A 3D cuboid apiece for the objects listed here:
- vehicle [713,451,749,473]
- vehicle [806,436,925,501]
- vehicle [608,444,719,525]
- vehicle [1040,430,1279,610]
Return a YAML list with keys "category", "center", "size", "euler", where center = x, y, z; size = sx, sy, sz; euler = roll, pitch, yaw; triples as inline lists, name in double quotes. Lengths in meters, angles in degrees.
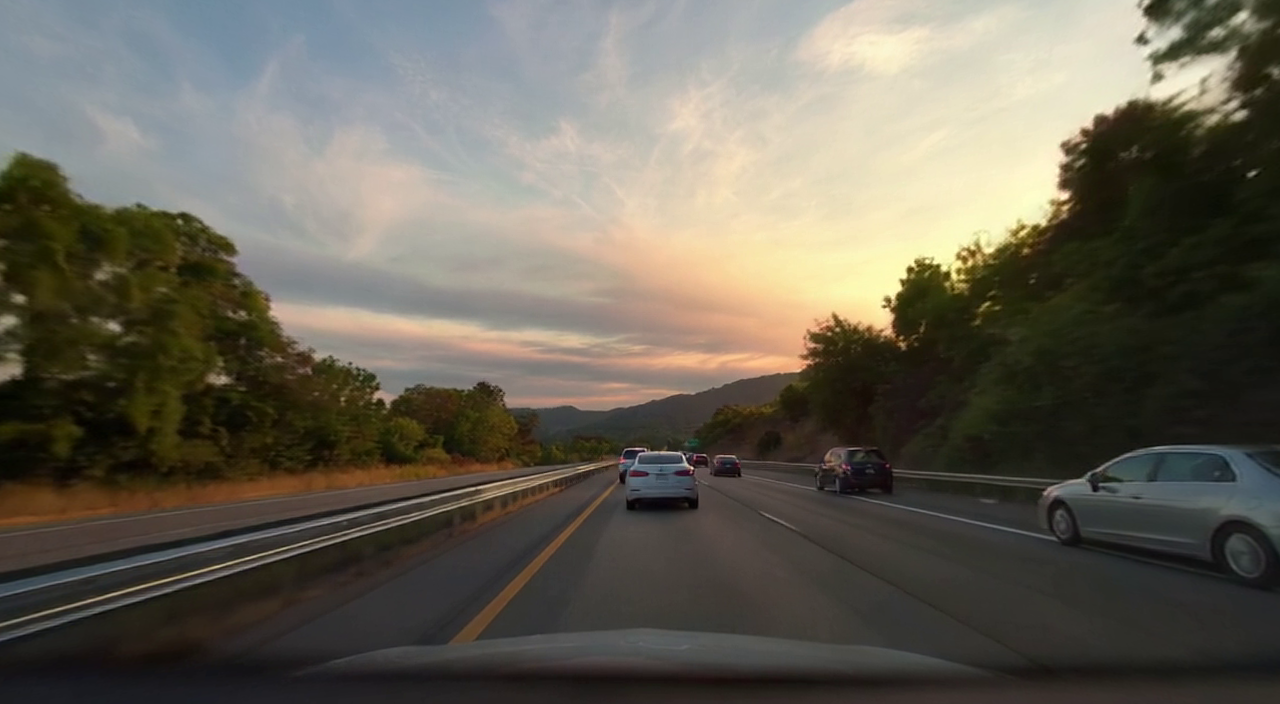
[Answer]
- category: "vehicle"
  center: [6.376, 7.743, 44.560]
  size: [1.921, 1.451, 3.841]
  euler: [0, -9, -1]
- category: "vehicle"
  center: [6.635, 3.481, 19.138]
  size: [1.980, 1.702, 4.235]
  euler: [0, -9, -1]
- category: "vehicle"
  center: [0.437, 2.804, 13.804]
  size: [2.076, 1.485, 3.774]
  euler: [0, -9, 0]
- category: "vehicle"
  center: [6.298, 1.548, 6.229]
  size: [1.965, 1.484, 4.090]
  euler: [0, -9, 0]
